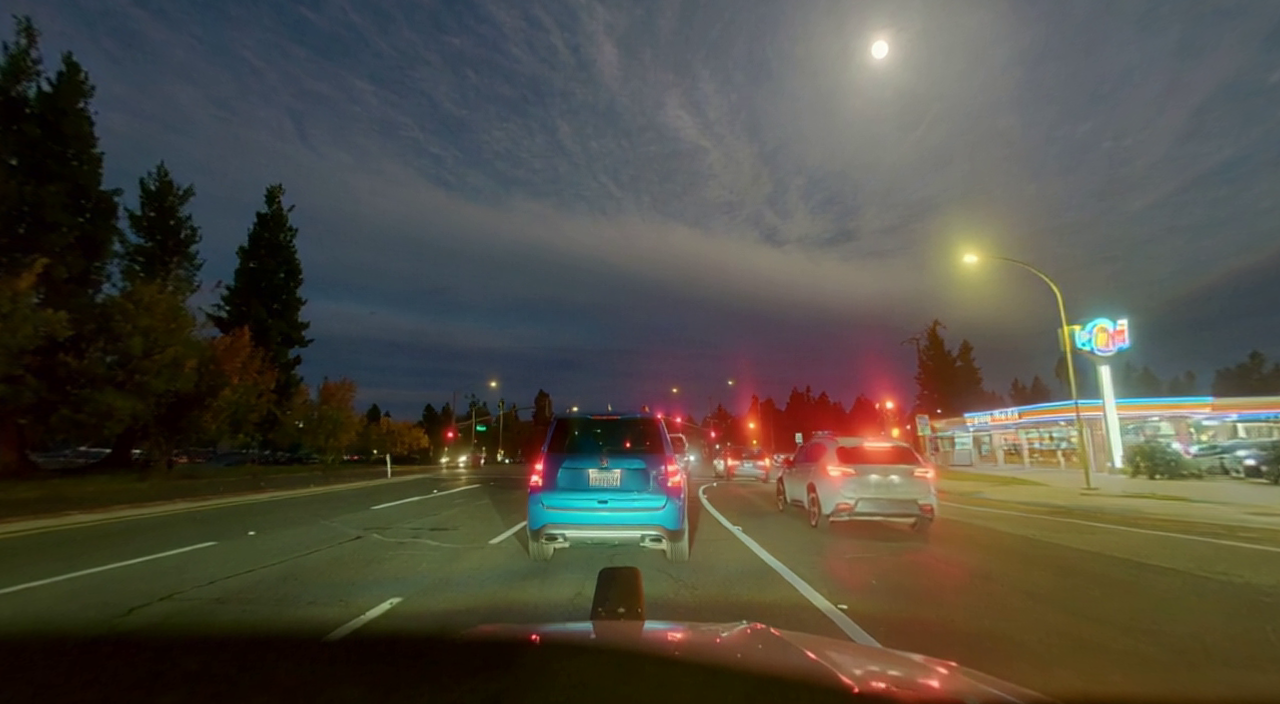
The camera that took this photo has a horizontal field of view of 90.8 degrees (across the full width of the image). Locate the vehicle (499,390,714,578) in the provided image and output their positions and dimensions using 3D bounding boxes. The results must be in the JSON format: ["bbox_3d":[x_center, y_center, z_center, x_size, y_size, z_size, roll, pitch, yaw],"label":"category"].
[{"bbox_3d":[-0.310,1.642,8.620,2.096,1.837,4.687,0,-9,0],"label":"vehicle"}]

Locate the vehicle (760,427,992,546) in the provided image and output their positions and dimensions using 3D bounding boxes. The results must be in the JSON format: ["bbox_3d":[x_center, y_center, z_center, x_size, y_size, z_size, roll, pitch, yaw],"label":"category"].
[{"bbox_3d":[3.578,2.137,10.798,2.098,1.555,4.778,0,-9,0],"label":"vehicle"}]

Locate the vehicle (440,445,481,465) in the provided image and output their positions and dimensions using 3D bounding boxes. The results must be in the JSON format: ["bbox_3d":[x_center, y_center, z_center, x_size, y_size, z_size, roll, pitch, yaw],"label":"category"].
[{"bbox_3d":[-13.875,7.972,49.124,1.983,1.460,4.456,0,-9,-2],"label":"vehicle"}]
